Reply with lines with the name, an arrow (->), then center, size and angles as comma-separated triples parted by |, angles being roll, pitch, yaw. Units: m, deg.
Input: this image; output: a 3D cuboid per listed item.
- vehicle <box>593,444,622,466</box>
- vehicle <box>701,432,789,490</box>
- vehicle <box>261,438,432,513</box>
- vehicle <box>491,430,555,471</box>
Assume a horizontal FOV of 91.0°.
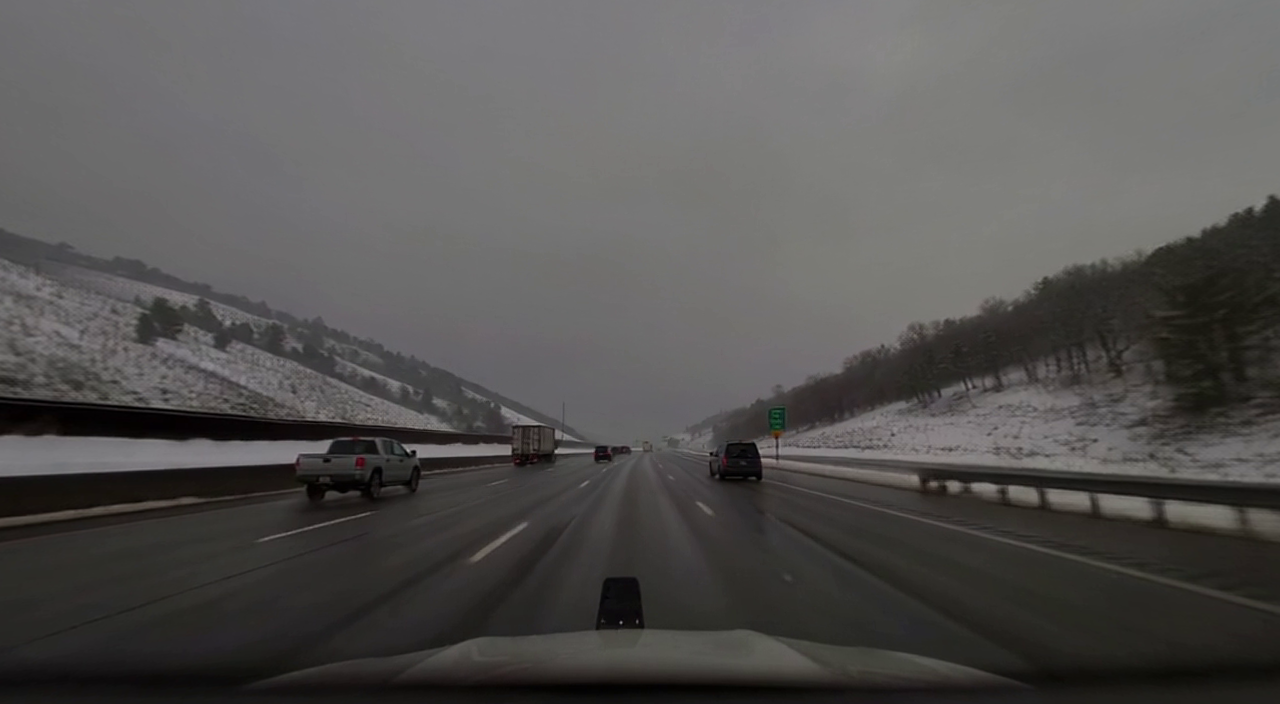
vehicle -> -2.498, 8.040, 49.272 | 2.009, 1.593, 4.378 | 0, -9, 0
vehicle -> 3.528, 3.778, 22.161 | 2.231, 1.789, 4.700 | 0, -9, 0
vehicle -> -6.915, 2.943, 15.558 | 1.935, 1.550, 4.883 | 0, -9, -1
vehicle -> -7.689, 6.636, 42.344 | 2.937, 2.509, 7.090 | 0, -9, 0
